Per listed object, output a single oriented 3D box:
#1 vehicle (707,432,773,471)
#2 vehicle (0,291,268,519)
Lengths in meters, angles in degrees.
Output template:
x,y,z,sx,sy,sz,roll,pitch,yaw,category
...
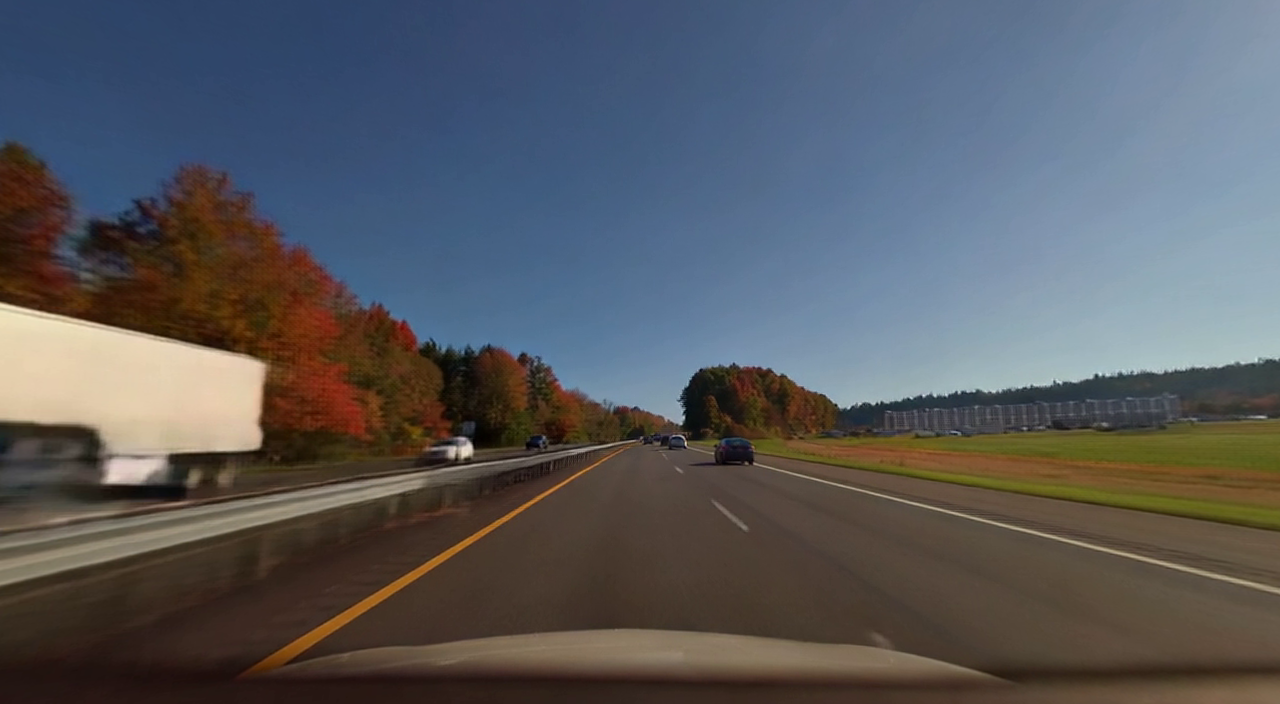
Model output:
x,y,z,sx,sy,sz,roll,pitch,yaw,category
4.185,4.234,26.970,2.024,1.516,4.197,0,-8,-1,vehicle
-12.981,1.103,12.344,2.930,4.068,13.664,0,-8,0,vehicle
